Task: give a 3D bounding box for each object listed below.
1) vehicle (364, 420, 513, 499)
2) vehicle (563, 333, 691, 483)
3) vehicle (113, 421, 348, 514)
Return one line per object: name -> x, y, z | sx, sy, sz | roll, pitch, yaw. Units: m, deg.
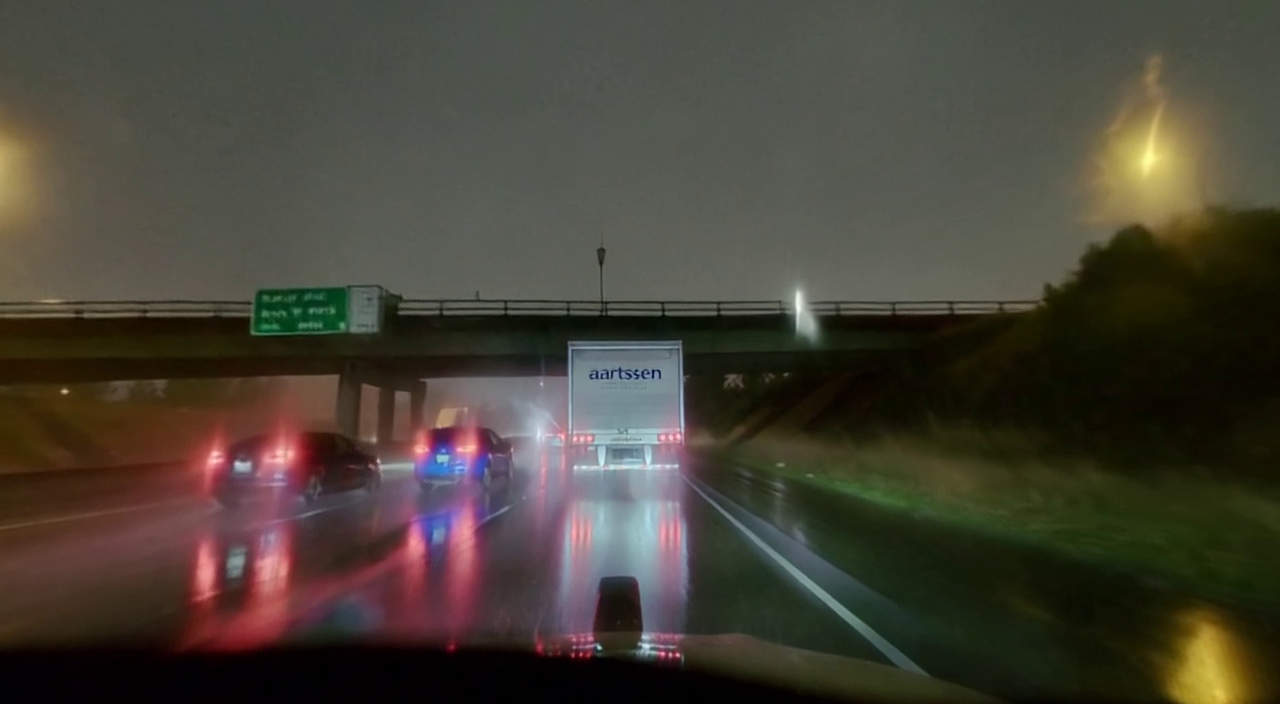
vehicle -> -4.738, 2.582, 15.698 | 2.052, 1.639, 4.894 | 0, -8, 0
vehicle -> -0.443, 2.215, 22.559 | 3.442, 4.106, 10.719 | 0, -8, -1
vehicle -> -8.001, 2.266, 12.938 | 1.944, 1.565, 4.383 | 0, -8, -1
